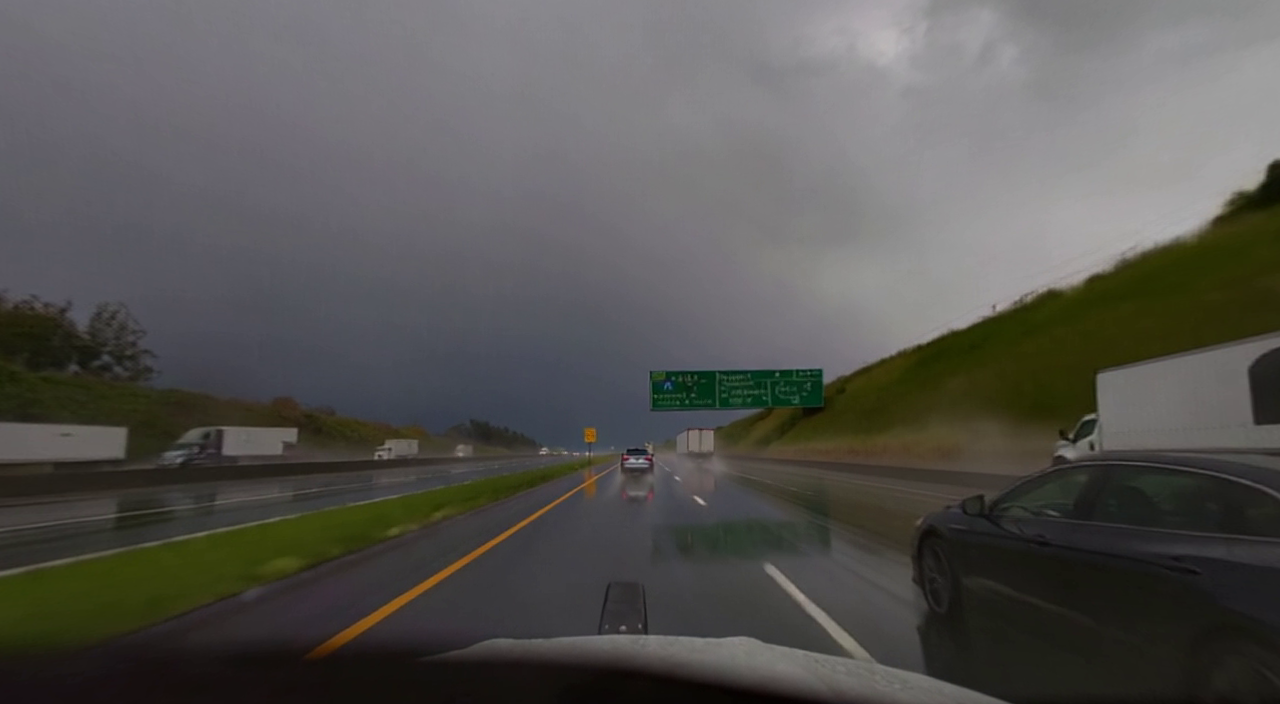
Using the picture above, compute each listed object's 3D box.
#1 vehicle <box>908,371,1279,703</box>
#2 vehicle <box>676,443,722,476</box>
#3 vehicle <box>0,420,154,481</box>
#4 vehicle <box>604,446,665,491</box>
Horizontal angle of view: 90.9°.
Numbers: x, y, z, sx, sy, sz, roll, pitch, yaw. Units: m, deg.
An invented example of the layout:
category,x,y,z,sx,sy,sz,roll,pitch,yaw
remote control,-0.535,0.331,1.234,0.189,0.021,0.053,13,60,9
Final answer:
category,x,y,z,sx,sy,sz,roll,pitch,yaw
vehicle,3.015,0.890,2.320,1.997,1.534,4.664,0,-9,0
vehicle,3.154,5.878,34.591,2.048,1.704,4.284,0,-9,0
vehicle,-36.056,5.695,36.768,2.901,3.250,16.142,-2,-7,-1
vehicle,-0.174,4.087,22.353,1.970,1.441,3.846,0,-9,0
